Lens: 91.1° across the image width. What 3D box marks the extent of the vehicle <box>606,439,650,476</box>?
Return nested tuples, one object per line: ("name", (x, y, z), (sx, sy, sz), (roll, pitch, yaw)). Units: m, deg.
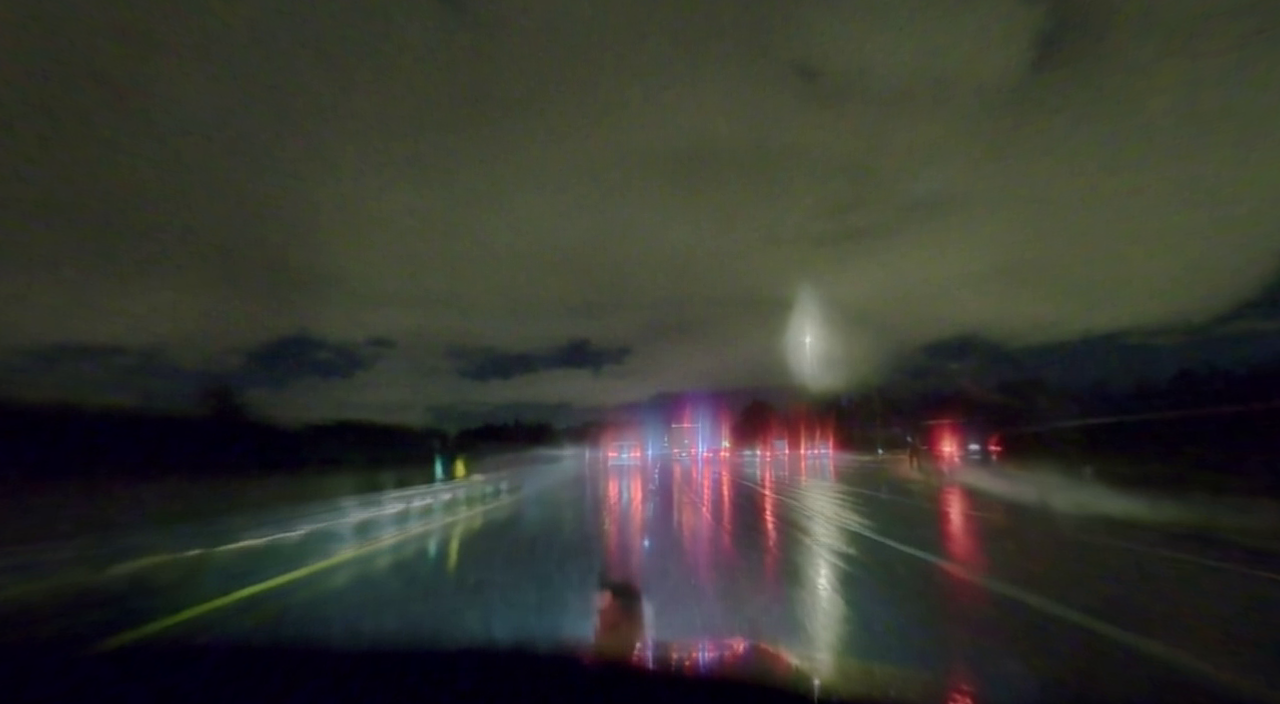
("vehicle", (-0.627, 6.350, 37.945), (2.271, 2.049, 4.894), (-1, -9, 3))
